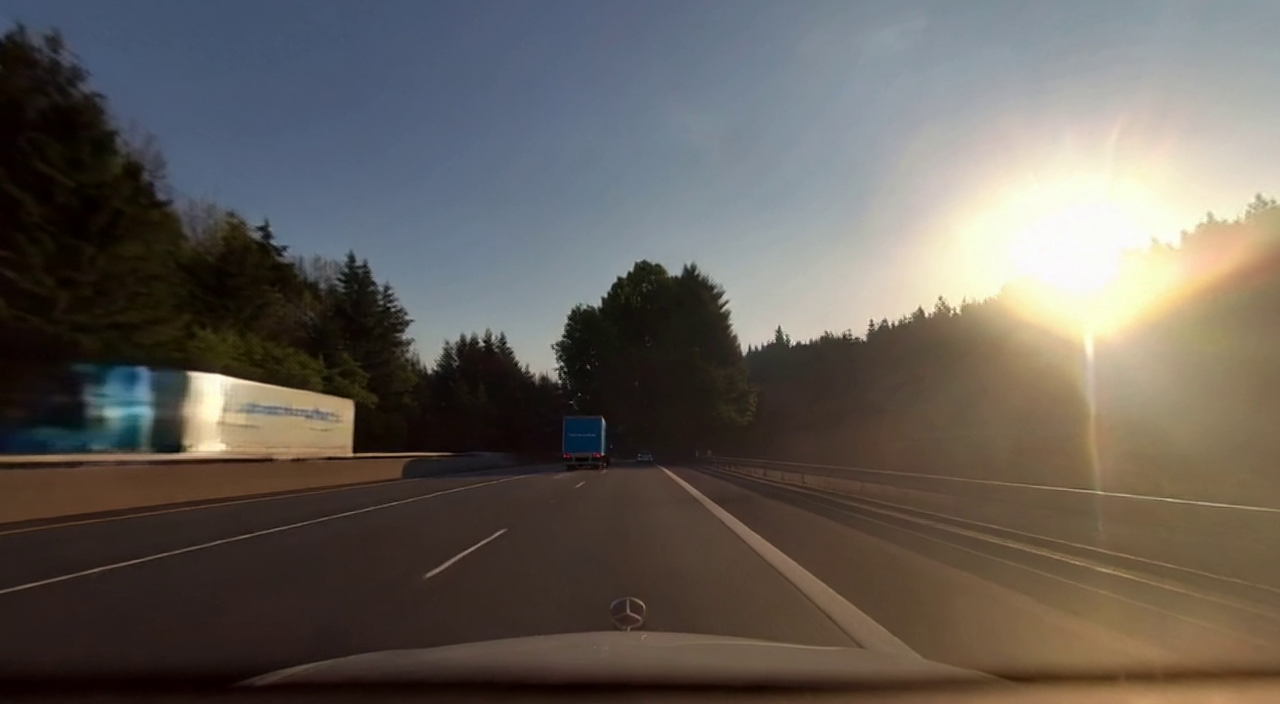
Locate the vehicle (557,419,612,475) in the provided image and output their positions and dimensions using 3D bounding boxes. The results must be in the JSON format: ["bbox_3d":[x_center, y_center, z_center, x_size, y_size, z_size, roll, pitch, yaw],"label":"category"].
[{"bbox_3d":[-3.273,5.867,38.870,2.695,3.151,6.885,0,-9,0],"label":"vehicle"}]

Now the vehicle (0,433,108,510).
[{"bbox_3d":[-13.238,2.399,12.708,1.777,1.473,3.648,0,-9,0],"label":"vehicle"}]

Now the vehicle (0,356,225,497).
[{"bbox_3d":[-17.298,2.529,20.786,3.012,3.971,5.873,0,-9,0],"label":"vehicle"}]
